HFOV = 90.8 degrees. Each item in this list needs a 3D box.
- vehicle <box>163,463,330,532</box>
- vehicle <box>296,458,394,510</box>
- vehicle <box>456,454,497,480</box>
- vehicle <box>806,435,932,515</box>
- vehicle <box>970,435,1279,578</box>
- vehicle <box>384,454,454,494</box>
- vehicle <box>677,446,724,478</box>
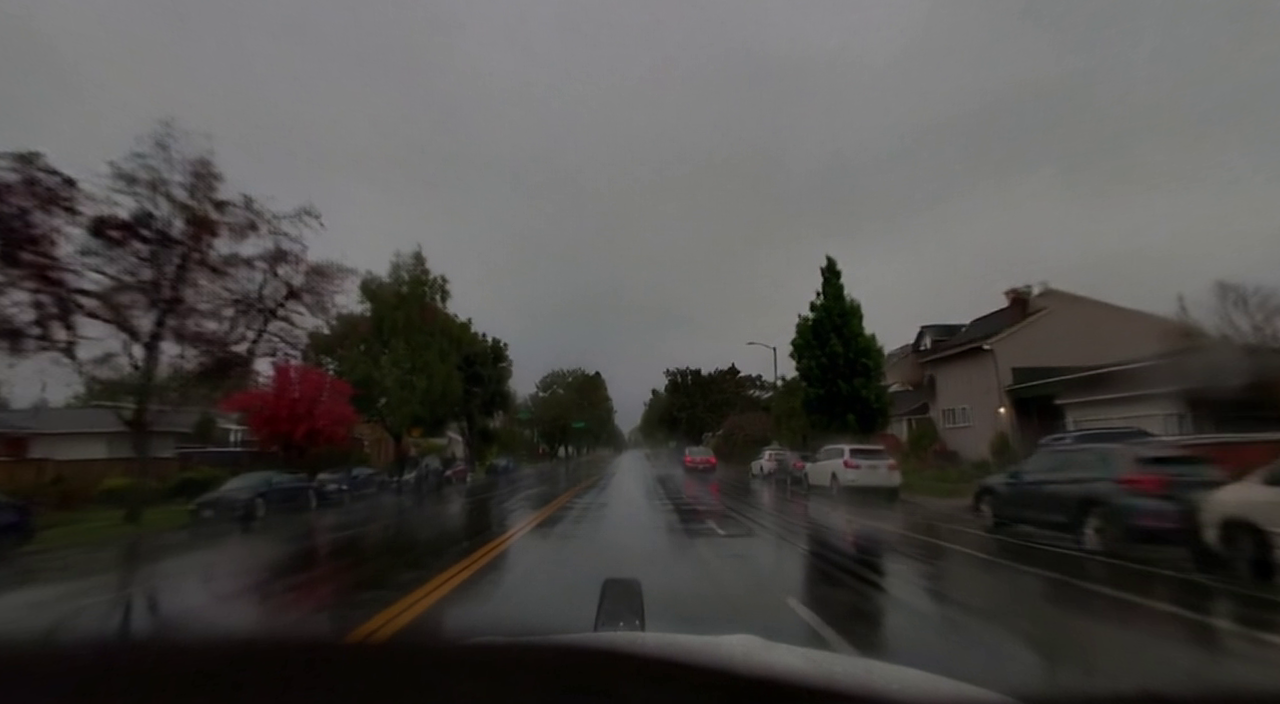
[{"bbox_3d":[-11.771,4.339,19.458,1.888,1.668,5.052,0,-8,0],"label":"vehicle"},{"bbox_3d":[-11.629,5.199,25.255,1.921,1.770,4.265,0,-8,-1],"label":"vehicle"},{"bbox_3d":[-12.232,8.614,47.587,2.032,1.773,4.471,0,-8,-2],"label":"vehicle"},{"bbox_3d":[7.237,3.898,20.659,2.081,2.286,4.941,0,-8,-2],"label":"vehicle"},{"bbox_3d":[7.549,2.248,10.129,1.979,1.754,4.370,0,-8,-3],"label":"vehicle"},{"bbox_3d":[-11.524,6.356,33.353,2.049,1.848,4.693,0,-8,-1],"label":"vehicle"},{"bbox_3d":[3.191,5.924,34.373,1.951,1.620,4.582,0,-8,-2],"label":"vehicle"}]
